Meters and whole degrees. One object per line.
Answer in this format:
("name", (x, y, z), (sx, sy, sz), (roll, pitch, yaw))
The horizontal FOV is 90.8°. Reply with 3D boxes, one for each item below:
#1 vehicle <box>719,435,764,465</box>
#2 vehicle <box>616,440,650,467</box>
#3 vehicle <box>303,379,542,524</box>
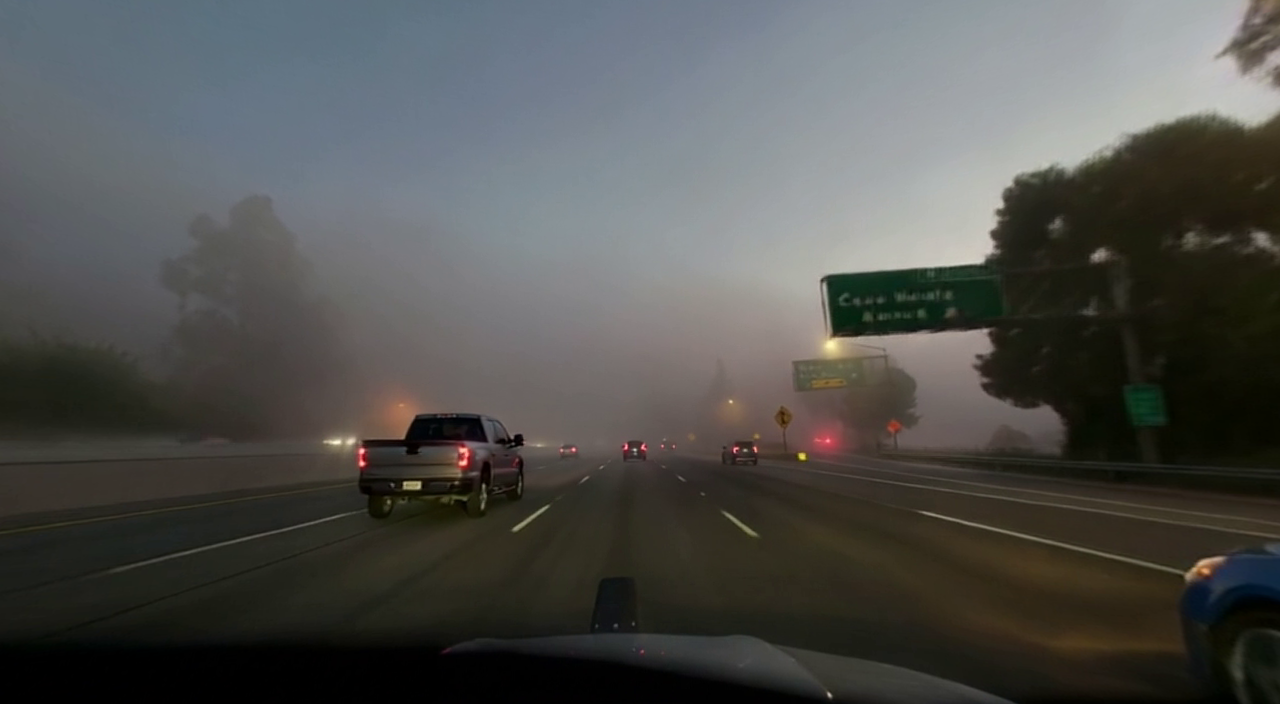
("vehicle", (6.773, 6.635, 42.742), (2.103, 1.898, 5.310), (0, -9, -1))
("vehicle", (-0.490, 6.598, 41.301), (2.157, 1.642, 4.189), (0, -9, -2))
("vehicle", (-3.740, 1.946, 12.588), (2.592, 2.179, 6.034), (0, -9, 0))
